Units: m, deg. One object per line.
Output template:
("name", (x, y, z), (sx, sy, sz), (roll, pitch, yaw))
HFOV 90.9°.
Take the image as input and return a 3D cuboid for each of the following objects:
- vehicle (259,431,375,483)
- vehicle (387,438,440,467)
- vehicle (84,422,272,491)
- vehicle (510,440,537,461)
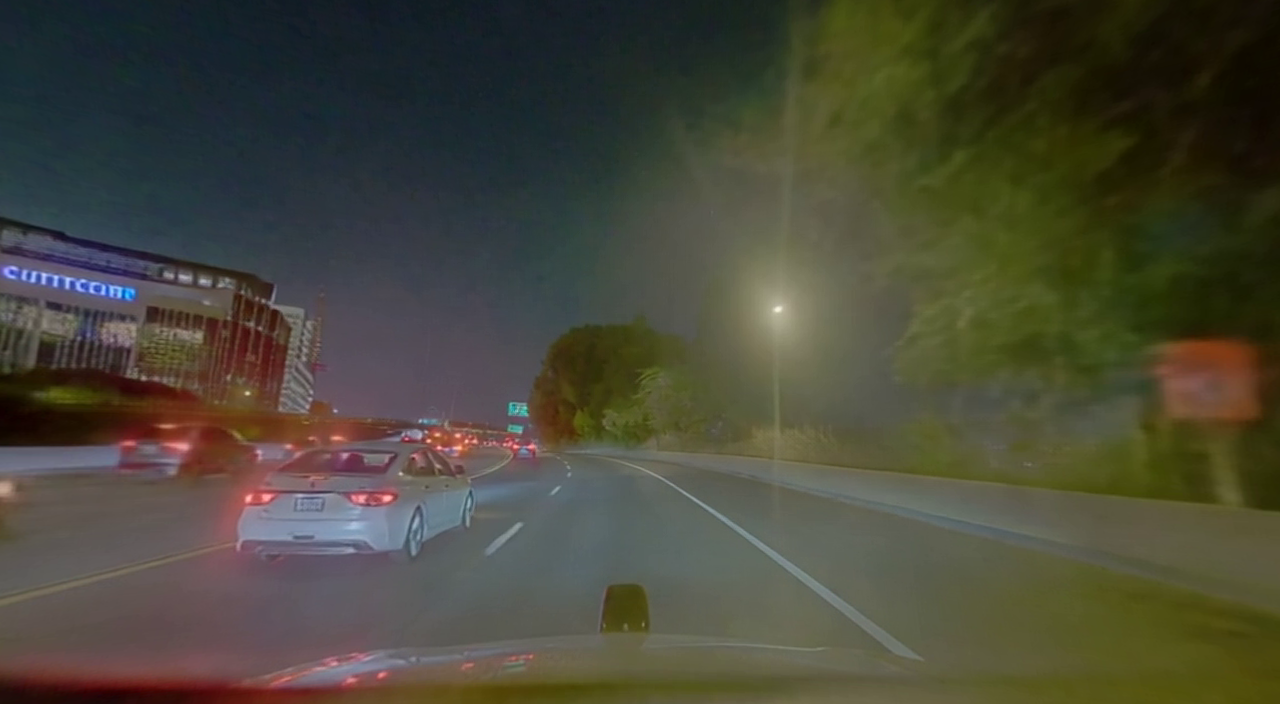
("vehicle", (-11.701, 3.818, 23.256), (2.028, 1.675, 4.870), (0, -8, -5))
("vehicle", (-12.927, 5.757, 36.232), (1.897, 1.538, 4.033), (1, -9, -6))
("vehicle", (-15.006, 3.443, 21.079), (2.236, 1.947, 5.807), (0, -8, -5))
("vehicle", (-8.690, 7.392, 47.313), (1.885, 1.469, 4.211), (1, -9, -9))
